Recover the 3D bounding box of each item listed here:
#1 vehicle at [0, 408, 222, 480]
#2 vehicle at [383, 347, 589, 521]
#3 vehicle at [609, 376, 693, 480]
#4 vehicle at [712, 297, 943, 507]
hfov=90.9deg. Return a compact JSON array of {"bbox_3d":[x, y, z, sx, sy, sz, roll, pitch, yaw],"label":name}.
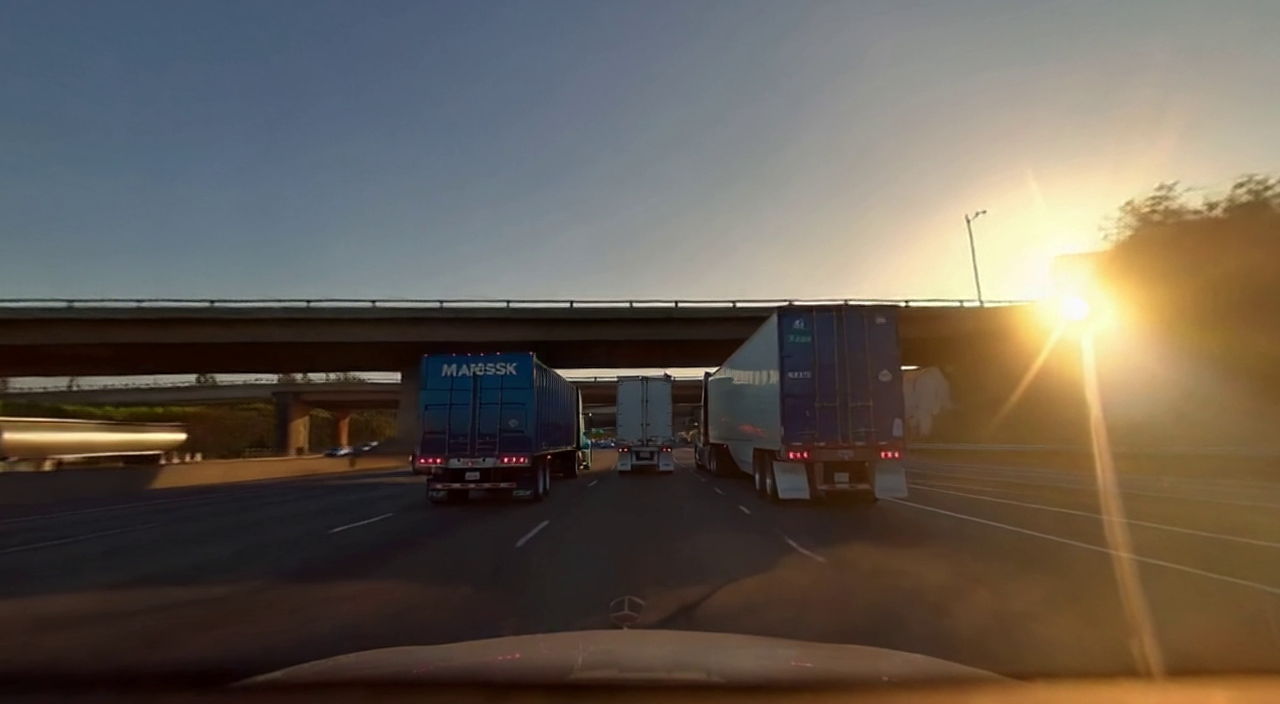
[{"bbox_3d":[-34.908,6.091,41.941,3.026,3.801,16.315,0,-8,0],"label":"vehicle"},{"bbox_3d":[-3.308,2.298,17.336,2.786,3.228,11.082,0,-8,0],"label":"vehicle"},{"bbox_3d":[0.519,4.104,32.632,3.097,3.856,18.209,0,-8,1],"label":"vehicle"},{"bbox_3d":[4.486,1.984,19.746,2.887,4.178,14.553,0,-8,0],"label":"vehicle"}]
